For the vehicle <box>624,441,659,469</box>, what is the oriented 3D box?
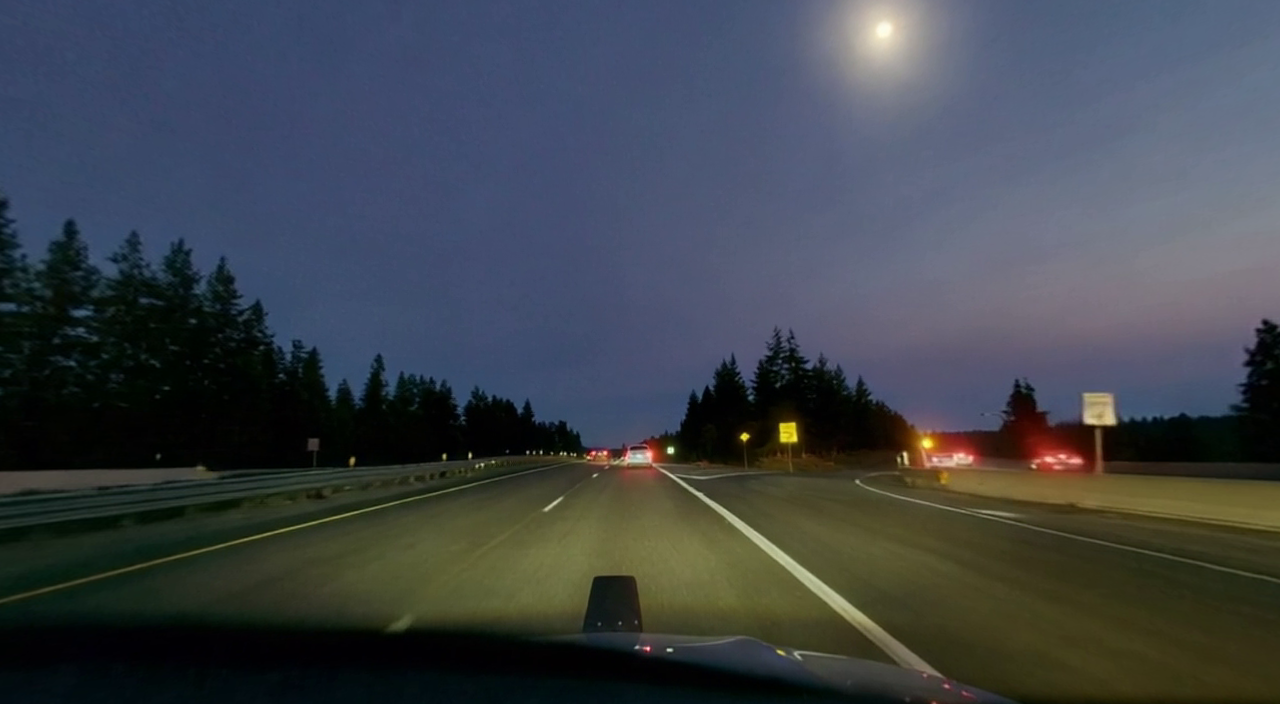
[{"bbox_3d":[0.066,6.426,39.540,2.130,1.684,3.826,0,-8,0],"label":"vehicle"}]
